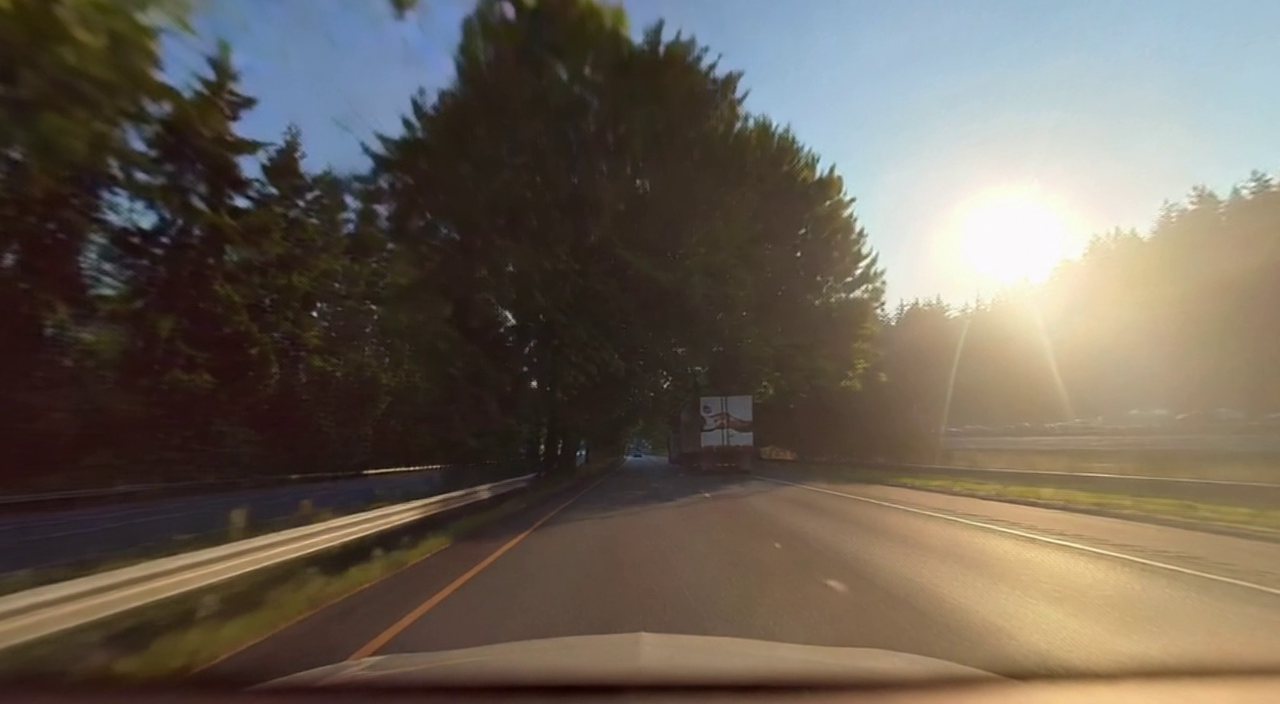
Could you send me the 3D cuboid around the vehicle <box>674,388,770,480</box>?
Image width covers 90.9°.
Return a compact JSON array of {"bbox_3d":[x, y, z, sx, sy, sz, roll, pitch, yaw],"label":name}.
[{"bbox_3d":[3.780,4.470,33.228,2.955,3.825,14.115,0,-9,-1],"label":"vehicle"}]
